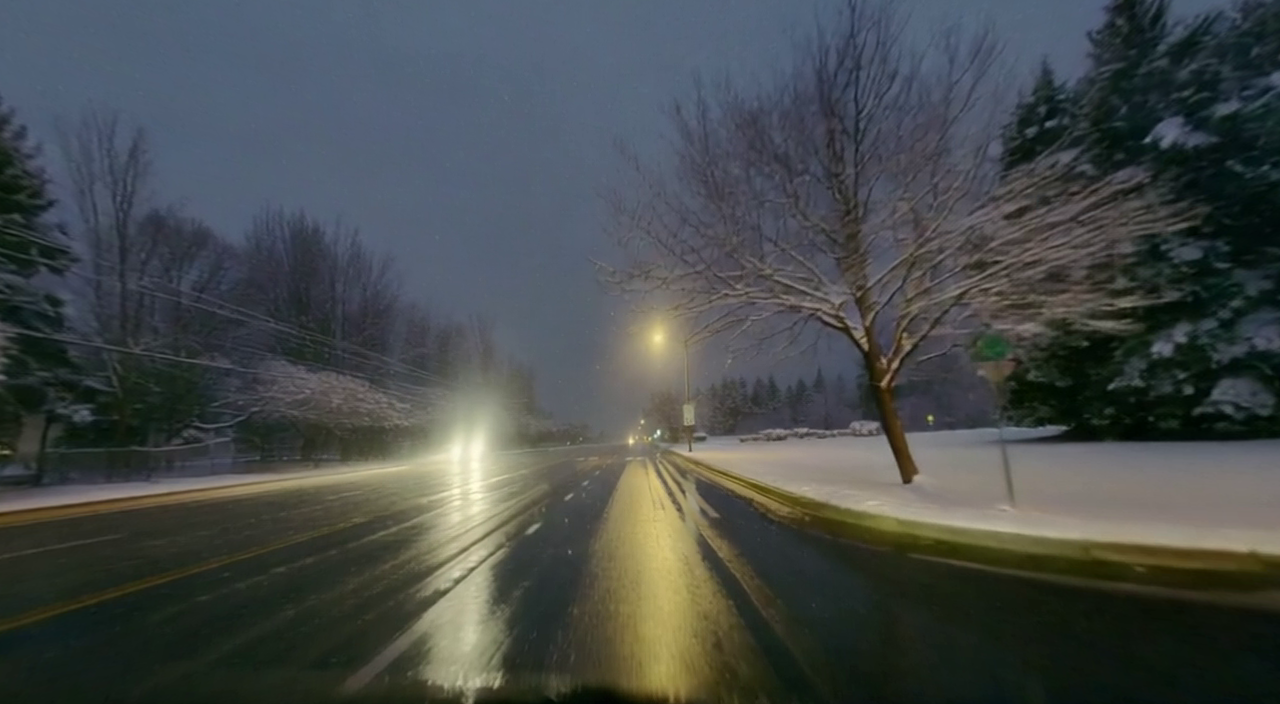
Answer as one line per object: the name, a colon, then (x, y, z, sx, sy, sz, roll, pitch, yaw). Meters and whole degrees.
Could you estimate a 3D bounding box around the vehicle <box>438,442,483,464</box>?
vehicle: (-13.395, 7.548, 47.498, 2.078, 1.573, 4.533, 0, -8, 0)
